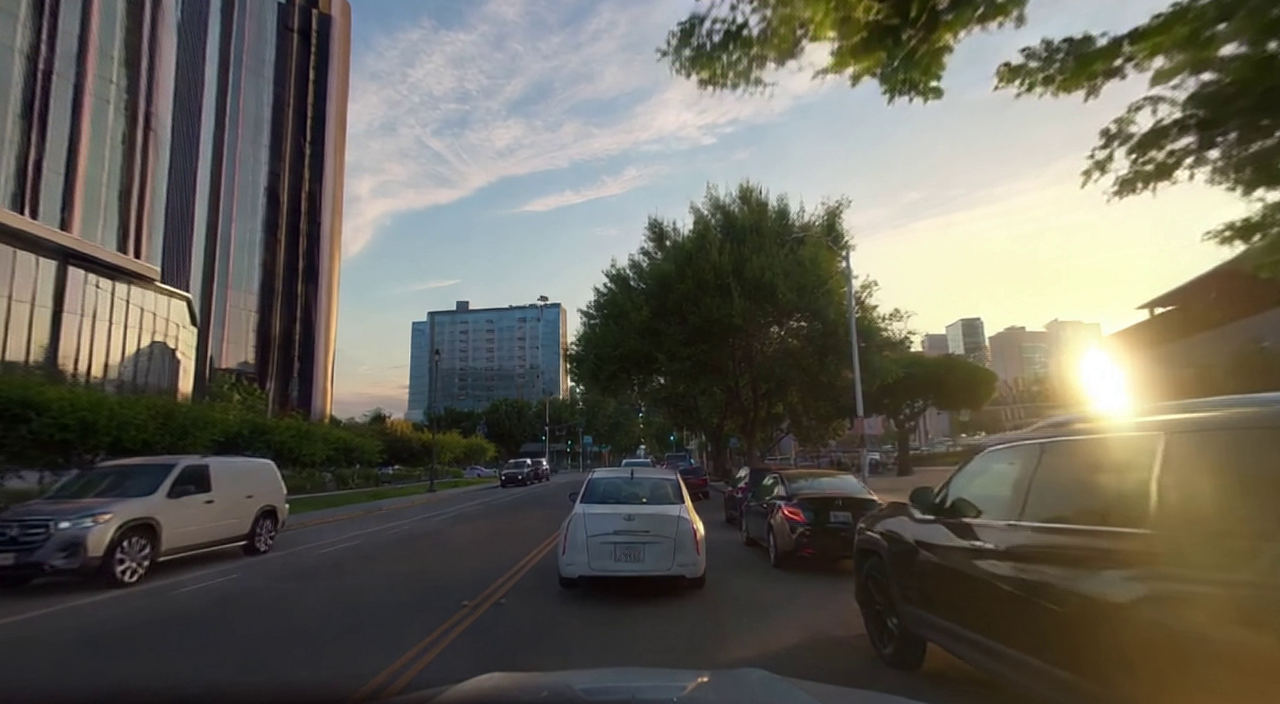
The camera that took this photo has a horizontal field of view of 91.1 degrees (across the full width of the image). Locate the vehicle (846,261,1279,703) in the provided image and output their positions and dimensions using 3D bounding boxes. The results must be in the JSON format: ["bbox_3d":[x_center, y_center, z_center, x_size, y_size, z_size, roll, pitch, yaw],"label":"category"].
[{"bbox_3d":[2.739,0.990,3.185,1.868,1.920,4.501,1,-10,1],"label":"vehicle"}]

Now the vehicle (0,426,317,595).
[{"bbox_3d":[-6.768,2.164,8.920,1.994,1.701,4.520,-3,-12,-1],"label":"vehicle"}]

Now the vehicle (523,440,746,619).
[{"bbox_3d":[-0.037,1.951,7.613,2.018,1.583,3.646,1,-10,0],"label":"vehicle"}]

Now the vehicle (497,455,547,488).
[{"bbox_3d":[-6.720,6.924,36.121,2.024,1.654,4.396,-3,-12,0],"label":"vehicle"}]

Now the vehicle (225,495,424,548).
[{"bbox_3d":[-6.938,3.841,14.592,2.223,0.774,4.789,1,-10,0],"label":"vehicle"}]
